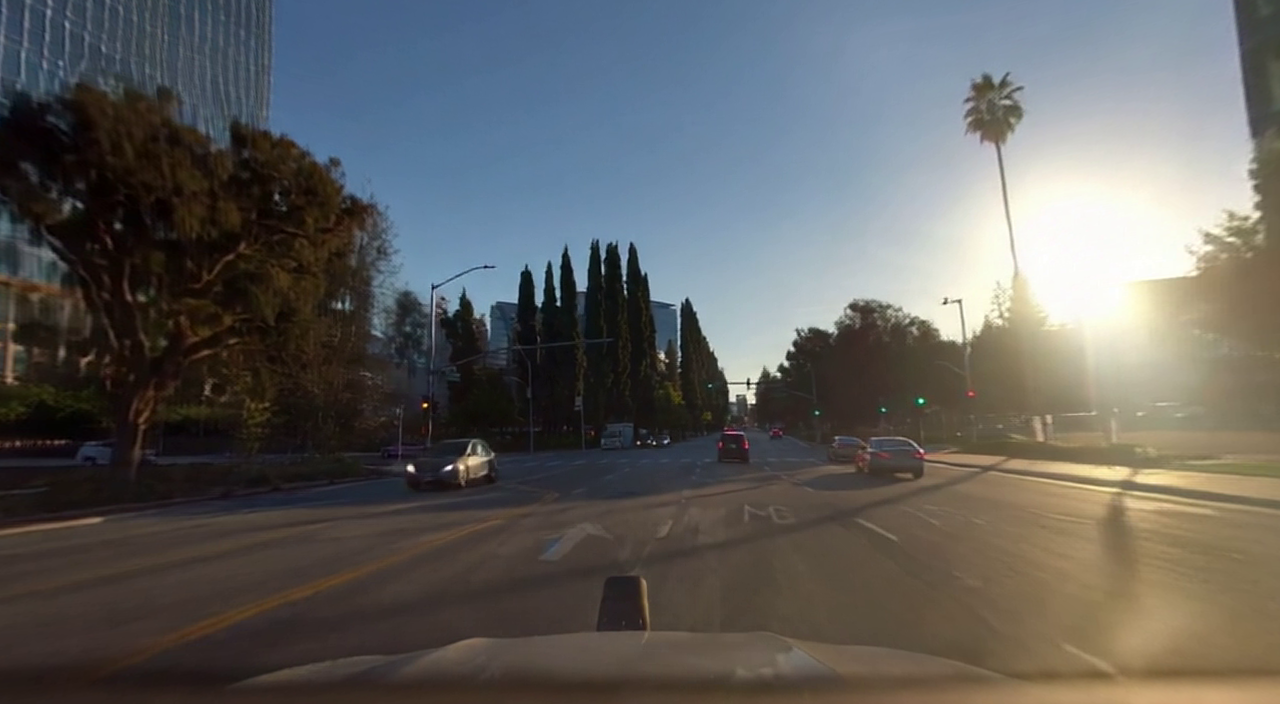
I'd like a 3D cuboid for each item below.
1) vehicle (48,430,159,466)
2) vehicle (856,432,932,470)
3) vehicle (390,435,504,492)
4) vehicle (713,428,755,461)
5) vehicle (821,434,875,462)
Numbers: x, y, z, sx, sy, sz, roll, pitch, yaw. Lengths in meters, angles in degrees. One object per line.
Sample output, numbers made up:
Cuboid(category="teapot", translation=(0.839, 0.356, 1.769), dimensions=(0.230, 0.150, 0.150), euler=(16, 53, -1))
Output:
Cuboid(category="vehicle", translation=(-27.695, 5.032, 32.611), dimensions=(1.871, 1.703, 4.093), euler=(-2, -10, 5))
Cuboid(category="vehicle", translation=(10.837, 4.262, 27.134), dimensions=(1.896, 1.463, 4.296), euler=(-1, -9, 6))
Cuboid(category="vehicle", translation=(-6.241, 3.639, 20.857), dimensions=(2.016, 1.677, 4.147), euler=(-1, -9, 7))
Cuboid(category="vehicle", translation=(5.461, 5.482, 37.106), dimensions=(2.203, 1.801, 4.331), euler=(-1, -9, 5))
Cuboid(category="vehicle", translation=(11.654, 5.388, 35.403), dimensions=(1.860, 1.460, 4.379), euler=(-1, -9, 5))
